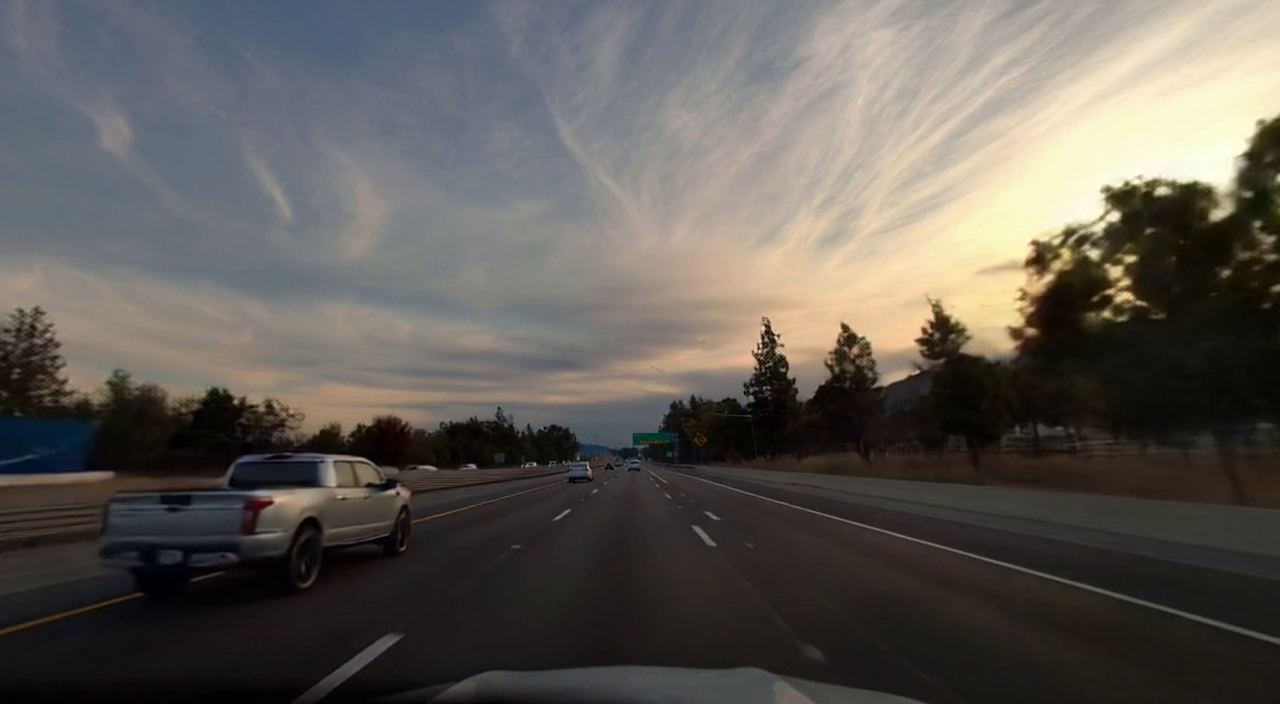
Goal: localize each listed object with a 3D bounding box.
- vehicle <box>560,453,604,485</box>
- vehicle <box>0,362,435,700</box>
[{"bbox_3d":[-3.706,7.602,41.001,2.390,1.879,4.423,1,-11,0],"label":"vehicle"},{"bbox_3d":[-3.918,1.422,6.006,2.272,1.873,4.832,1,-10,0],"label":"vehicle"}]
